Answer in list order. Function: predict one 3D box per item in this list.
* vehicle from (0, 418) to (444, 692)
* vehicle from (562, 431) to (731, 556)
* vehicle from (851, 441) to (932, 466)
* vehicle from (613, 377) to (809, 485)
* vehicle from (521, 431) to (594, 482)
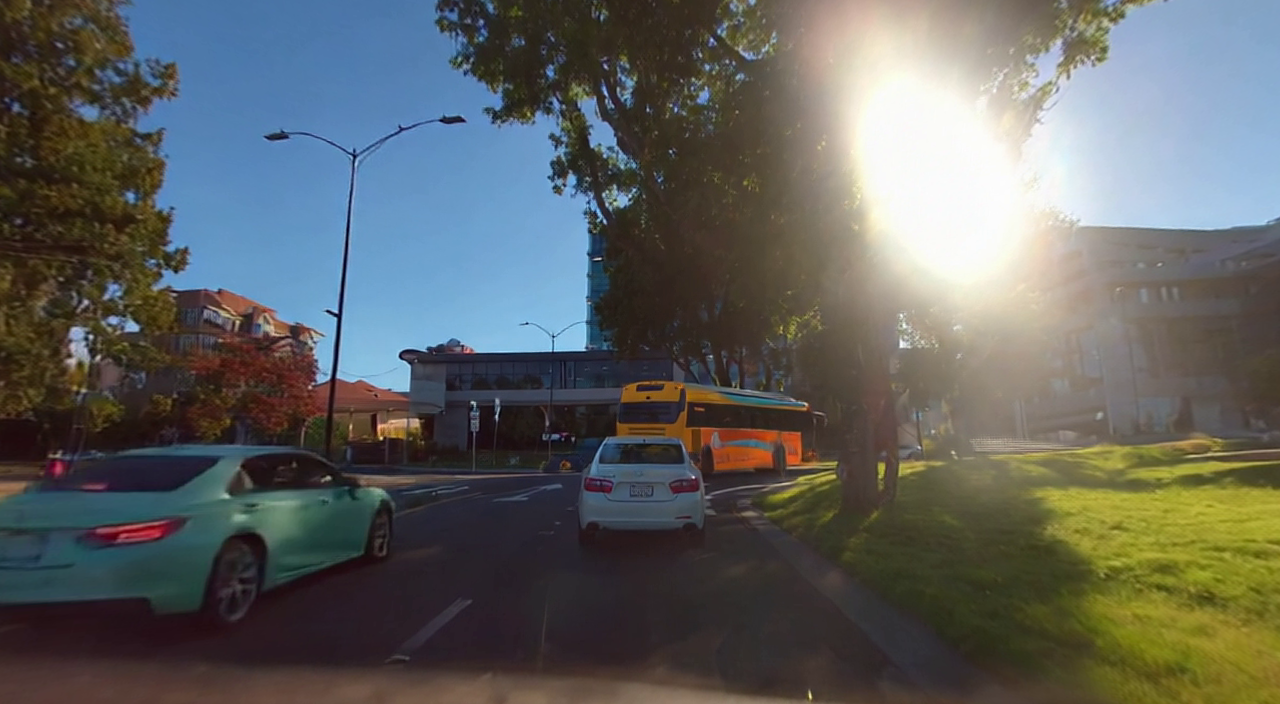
[{"bbox_3d":[-3.601,1.458,5.808,1.953,1.480,4.522,-1,-8,3],"label":"vehicle"},{"bbox_3d":[0.098,1.996,9.563,2.020,1.478,3.922,0,-8,1],"label":"vehicle"},{"bbox_3d":[15.675,6.332,39.366,4.422,1.457,1.882,-6,-10,29],"label":"vehicle"},{"bbox_3d":[3.196,3.117,24.267,2.948,3.303,9.977,-6,-10,35],"label":"vehicle"},{"bbox_3d":[-3.044,3.982,24.261,2.017,1.761,4.572,-1,-8,2],"label":"vehicle"}]
